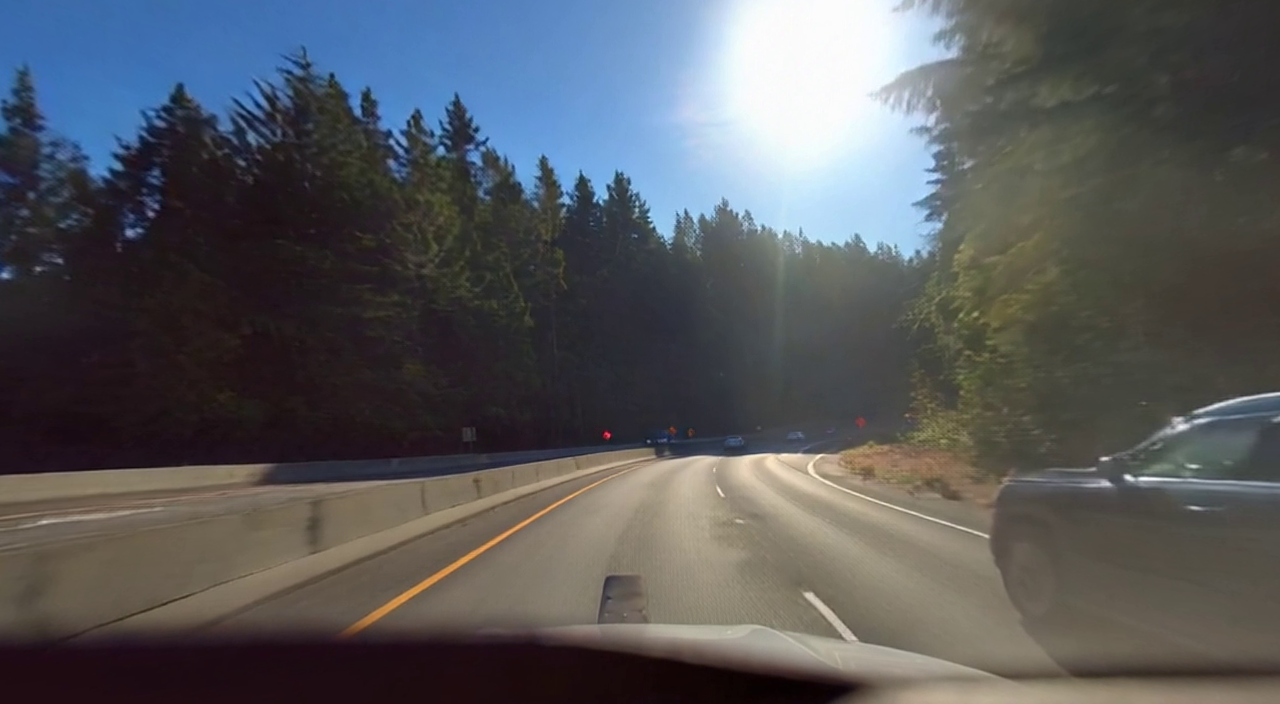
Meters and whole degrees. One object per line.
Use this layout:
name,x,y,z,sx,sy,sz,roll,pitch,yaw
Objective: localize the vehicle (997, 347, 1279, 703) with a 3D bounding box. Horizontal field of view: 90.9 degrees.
vehicle,3.715,0.812,2.425,2.112,1.708,4.380,0,-8,0
